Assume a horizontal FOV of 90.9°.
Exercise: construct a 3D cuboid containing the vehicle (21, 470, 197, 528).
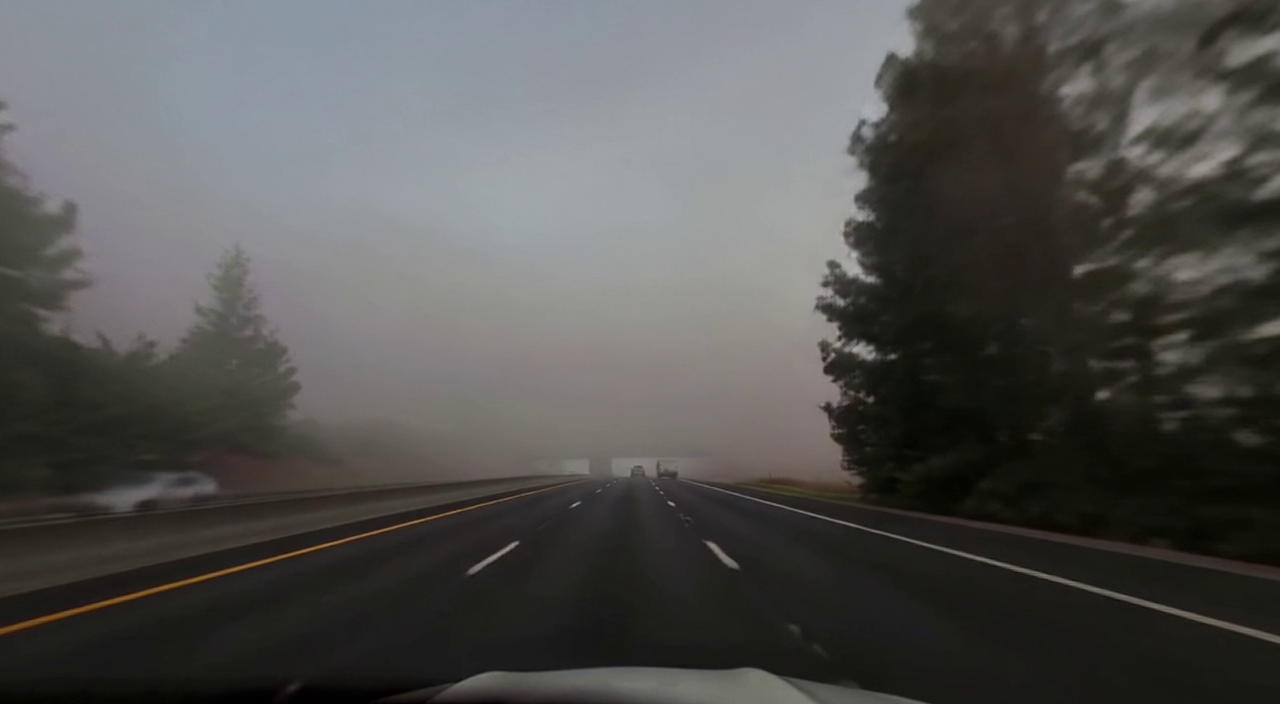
[{"bbox_3d":[-16.179,4.464,19.544,1.830,1.526,4.105,1,-11,0],"label":"vehicle"}]
